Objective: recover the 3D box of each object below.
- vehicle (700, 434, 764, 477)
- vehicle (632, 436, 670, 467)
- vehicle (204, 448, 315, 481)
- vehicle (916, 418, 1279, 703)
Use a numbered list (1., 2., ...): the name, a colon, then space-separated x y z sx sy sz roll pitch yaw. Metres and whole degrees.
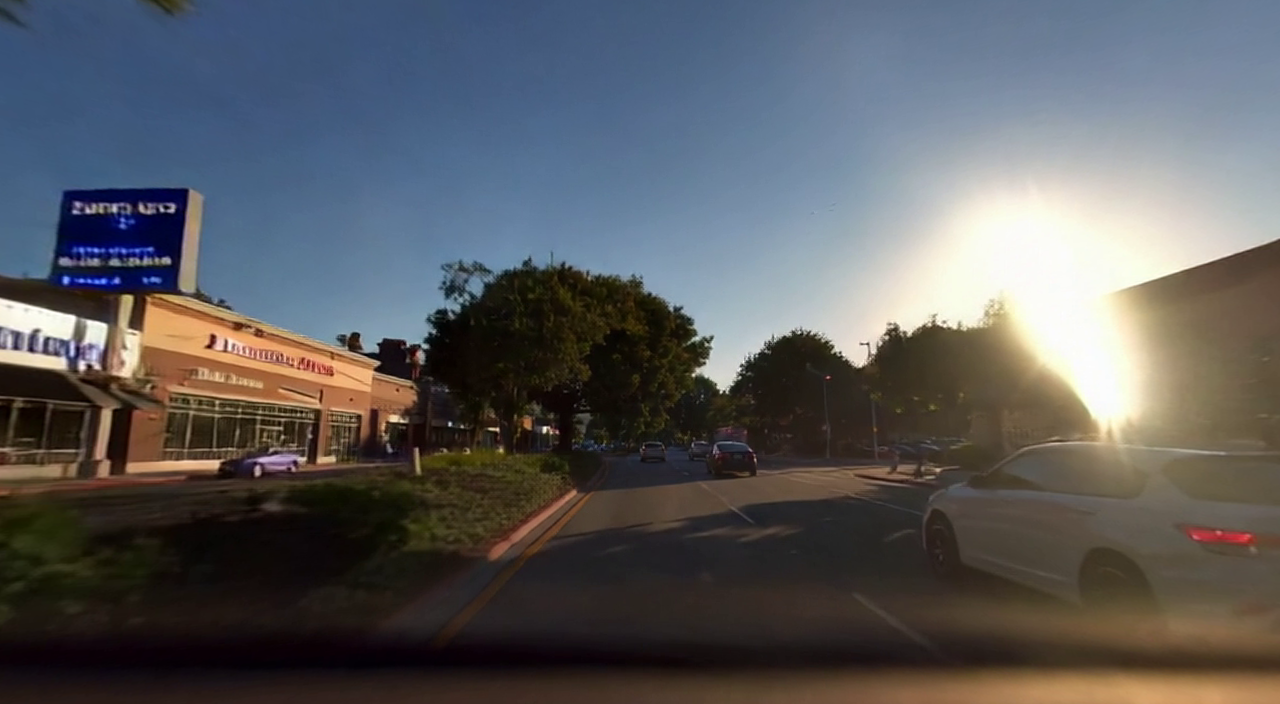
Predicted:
1. vehicle: 3.930 4.489 27.502 2.115 1.692 4.189 0 -8 -1
2. vehicle: 0.601 5.788 36.555 2.098 1.682 3.778 0 -8 0
3. vehicle: -18.828 5.569 31.437 2.280 1.489 5.106 0 -8 1
4. vehicle: 3.981 1.290 4.603 1.908 1.463 4.506 0 -8 1
